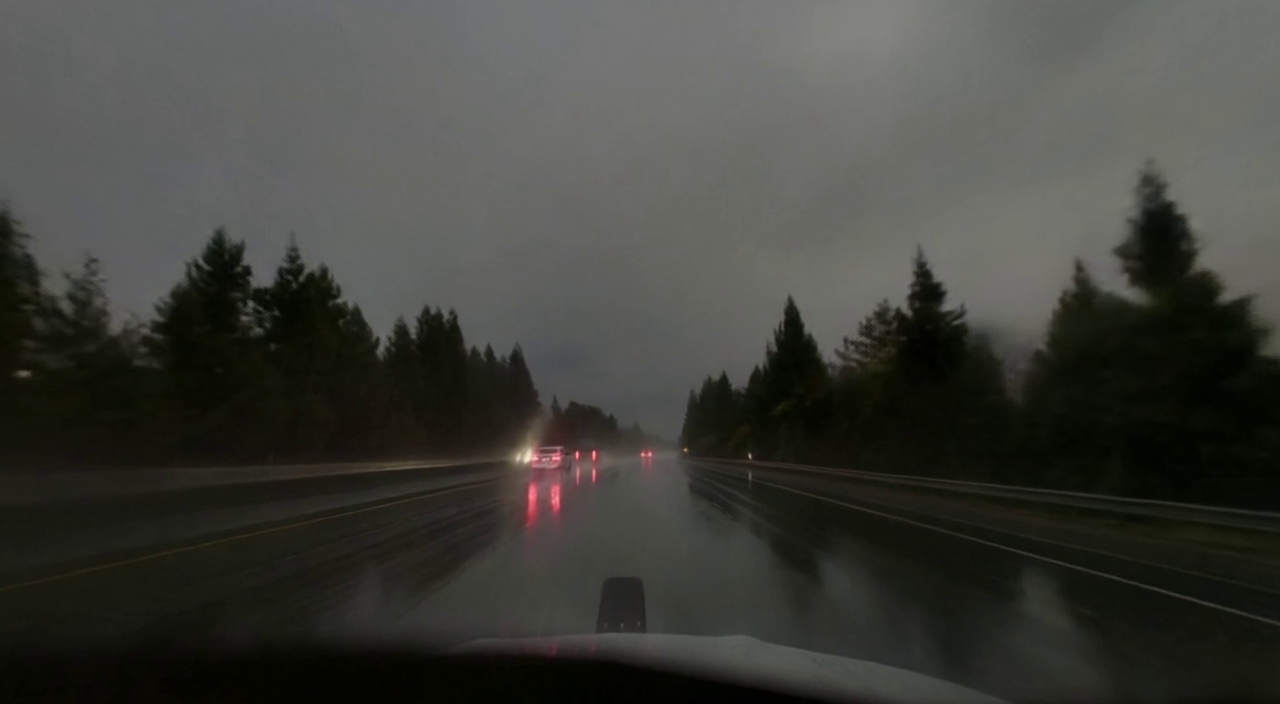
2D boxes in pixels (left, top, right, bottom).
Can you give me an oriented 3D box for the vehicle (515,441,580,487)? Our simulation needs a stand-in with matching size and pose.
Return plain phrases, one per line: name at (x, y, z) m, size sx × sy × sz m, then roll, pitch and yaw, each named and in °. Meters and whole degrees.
vehicle at (-3.450, 4.294, 24.367) m, size 1.846 × 1.600 × 4.108 m, roll 0°, pitch -9°, yaw 1°
